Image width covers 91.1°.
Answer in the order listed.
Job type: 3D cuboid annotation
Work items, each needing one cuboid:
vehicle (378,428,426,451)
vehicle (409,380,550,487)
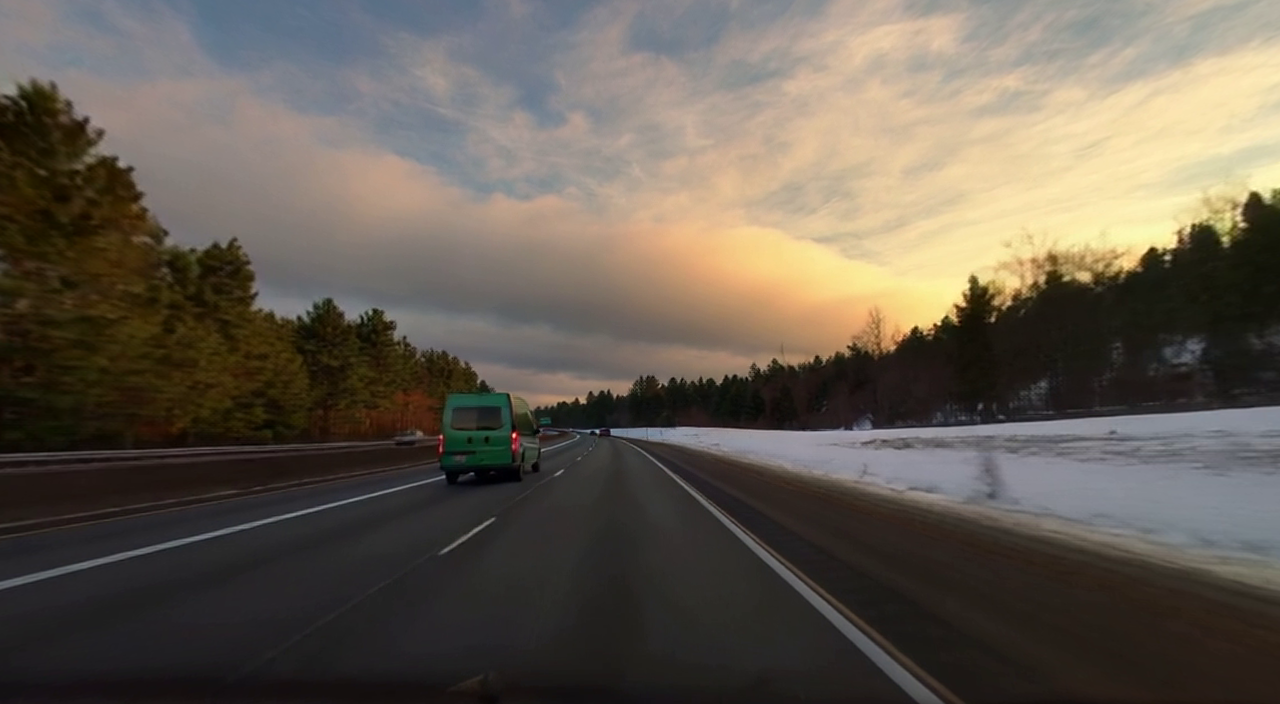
[{"bbox_3d":[-16.355,6.033,43.426,1.825,1.536,4.043,0,-7,-2],"label":"vehicle"},{"bbox_3d":[-4.153,2.275,17.571,2.561,2.509,5.465,0,-8,-1],"label":"vehicle"}]
